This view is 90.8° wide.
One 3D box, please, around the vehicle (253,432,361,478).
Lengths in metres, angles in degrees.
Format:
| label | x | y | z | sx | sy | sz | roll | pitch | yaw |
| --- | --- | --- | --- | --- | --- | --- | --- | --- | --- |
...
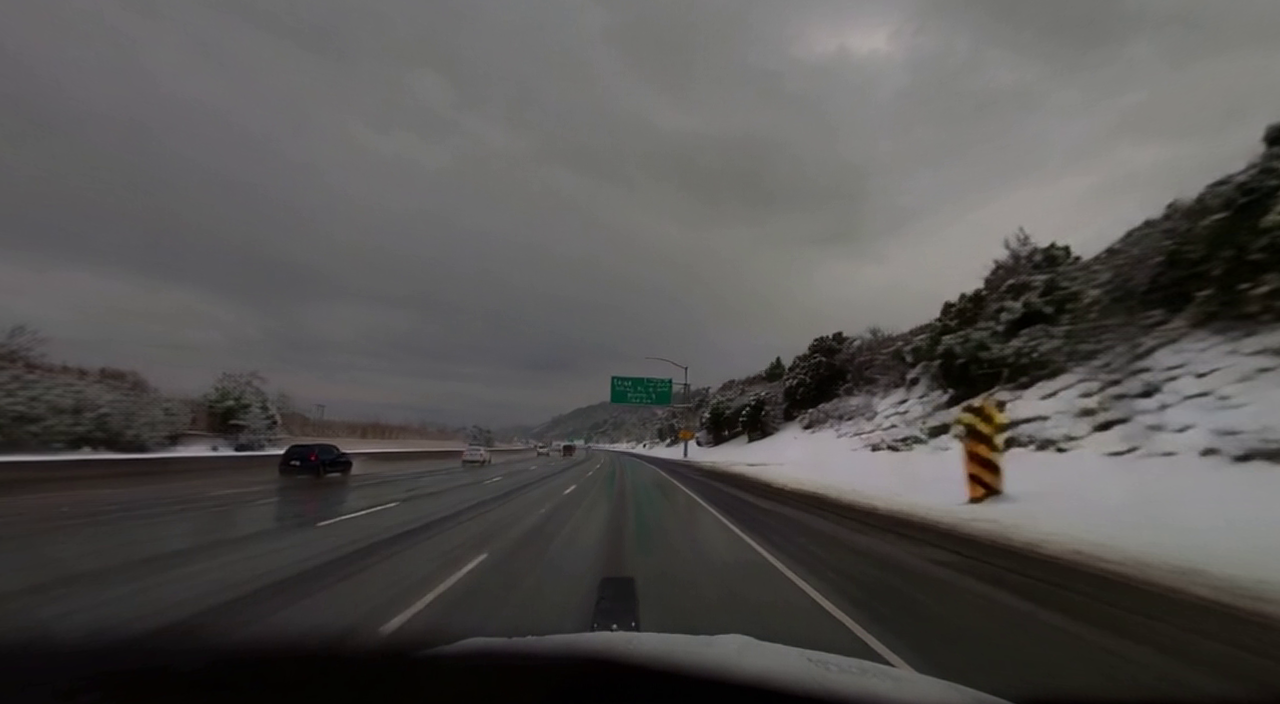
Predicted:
| label | x | y | z | sx | sy | sz | roll | pitch | yaw |
| --- | --- | --- | --- | --- | --- | --- | --- | --- | --- |
| vehicle | -15.715 | 4.887 | 30.251 | 2.240 | 1.953 | 5.452 | 0 | -9 | -1 |

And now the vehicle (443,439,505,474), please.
| label | x | y | z | sx | sy | sz | roll | pitch | yaw |
| --- | --- | --- | --- | --- | --- | --- | --- | --- | --- |
| vehicle | -8.613 | 5.467 | 33.187 | 2.104 | 1.715 | 4.319 | 0 | -9 | -1 |
